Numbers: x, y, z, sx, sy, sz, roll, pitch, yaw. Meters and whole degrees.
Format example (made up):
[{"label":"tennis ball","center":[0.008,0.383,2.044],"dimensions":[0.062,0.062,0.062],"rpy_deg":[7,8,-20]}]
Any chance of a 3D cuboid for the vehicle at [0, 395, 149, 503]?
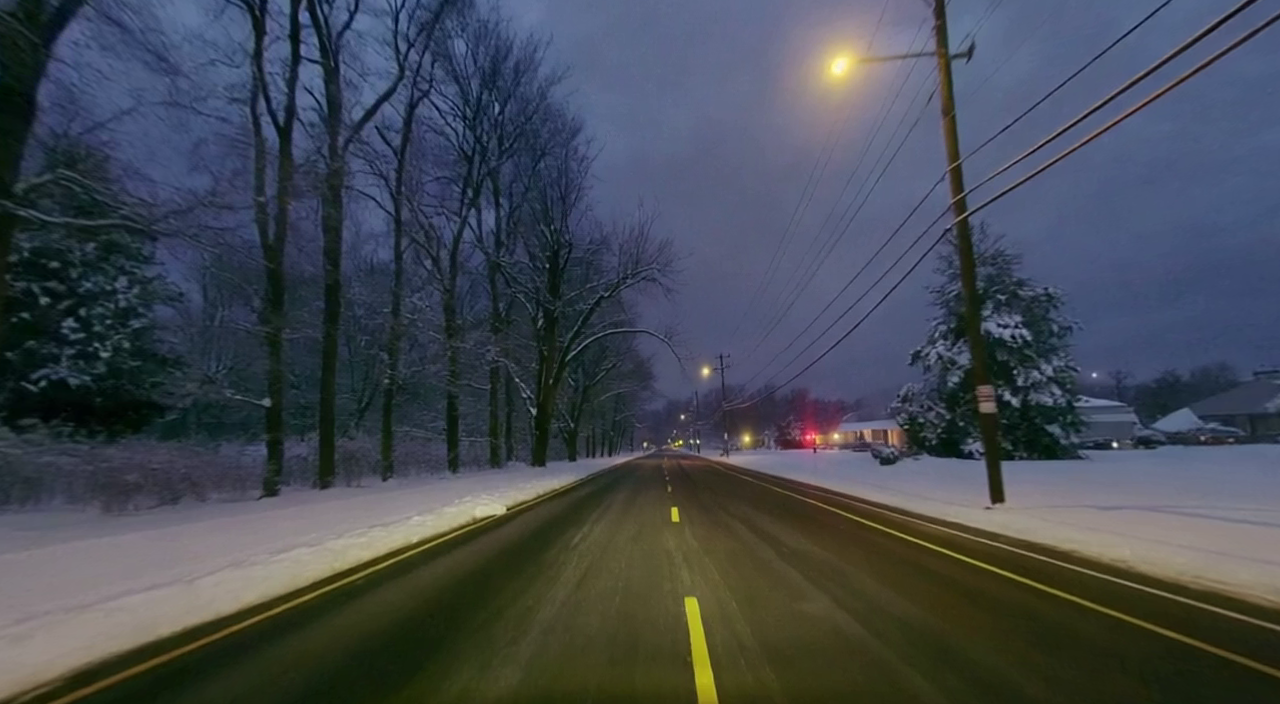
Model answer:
[{"label":"vehicle","center":[-17.860,3.008,19.696],"dimensions":[2.622,2.983,3.006],"rpy_deg":[-3,-8,-2]}]
